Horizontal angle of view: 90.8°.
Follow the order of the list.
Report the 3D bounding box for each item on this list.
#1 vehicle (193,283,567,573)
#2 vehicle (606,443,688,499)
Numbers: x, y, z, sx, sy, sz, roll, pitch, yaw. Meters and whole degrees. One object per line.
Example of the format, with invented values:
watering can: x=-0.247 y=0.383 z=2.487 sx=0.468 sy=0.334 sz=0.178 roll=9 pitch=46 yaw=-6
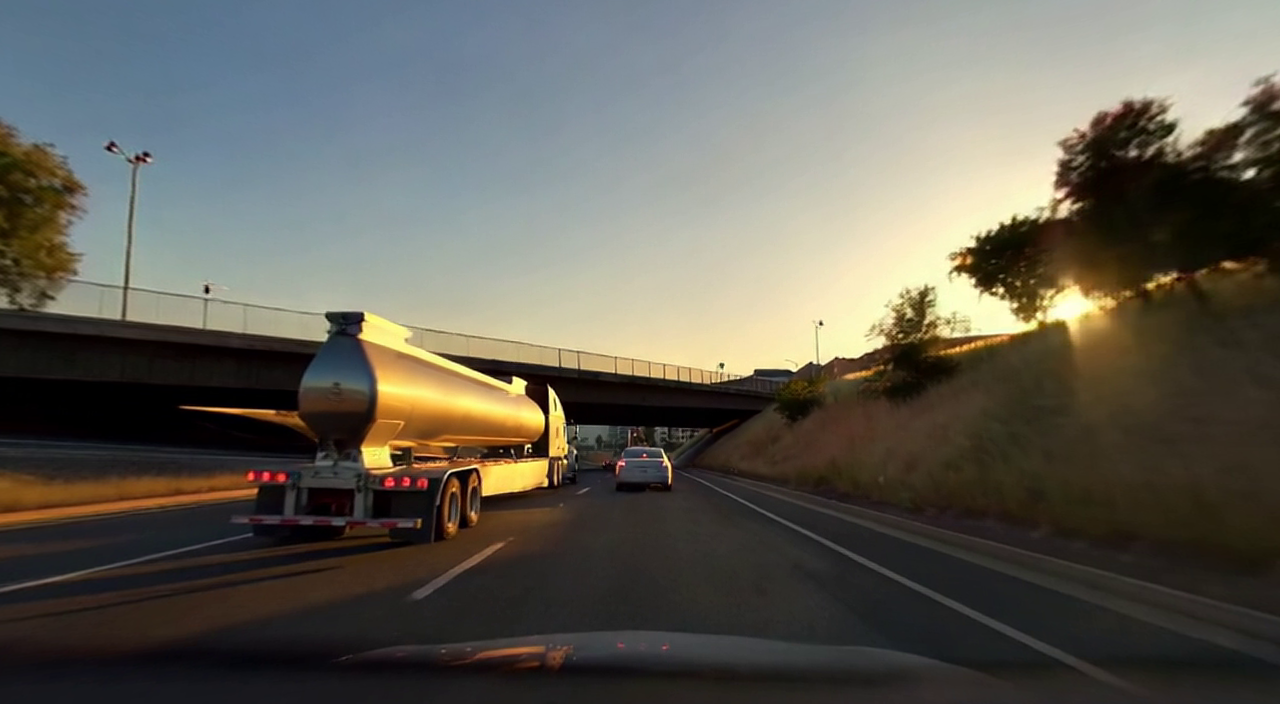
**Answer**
vehicle: x=-3.988 y=1.941 z=15.092 sx=2.896 sy=3.563 sz=14.643 roll=0 pitch=-8 yaw=-1
vehicle: x=0.178 y=3.515 z=19.202 sx=2.215 sy=1.481 sz=4.246 roll=0 pitch=-8 yaw=0
